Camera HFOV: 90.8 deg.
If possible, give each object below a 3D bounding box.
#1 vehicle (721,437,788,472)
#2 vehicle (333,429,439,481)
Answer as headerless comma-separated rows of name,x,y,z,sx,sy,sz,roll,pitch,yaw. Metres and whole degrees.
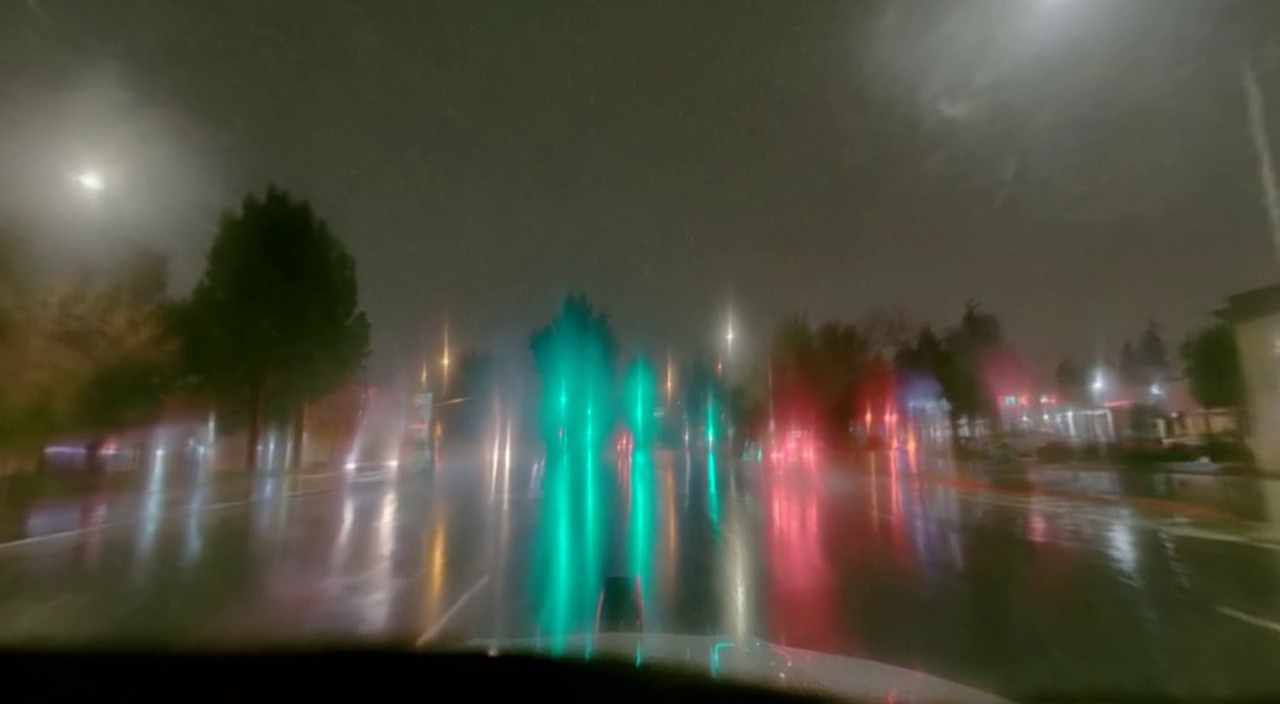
vehicle,5.168,4.719,29.231,2.024,1.475,4.600,0,-8,-3
vehicle,-10.847,4.436,27.573,2.290,1.989,5.924,0,-8,-2
